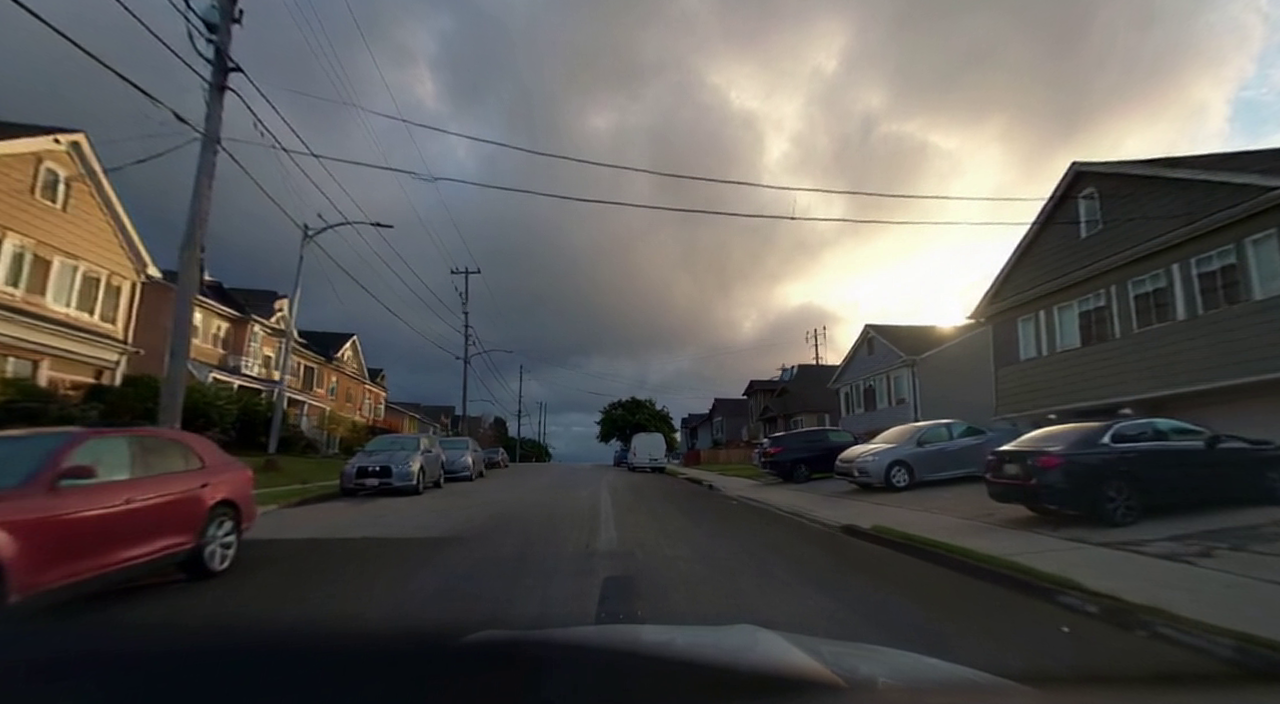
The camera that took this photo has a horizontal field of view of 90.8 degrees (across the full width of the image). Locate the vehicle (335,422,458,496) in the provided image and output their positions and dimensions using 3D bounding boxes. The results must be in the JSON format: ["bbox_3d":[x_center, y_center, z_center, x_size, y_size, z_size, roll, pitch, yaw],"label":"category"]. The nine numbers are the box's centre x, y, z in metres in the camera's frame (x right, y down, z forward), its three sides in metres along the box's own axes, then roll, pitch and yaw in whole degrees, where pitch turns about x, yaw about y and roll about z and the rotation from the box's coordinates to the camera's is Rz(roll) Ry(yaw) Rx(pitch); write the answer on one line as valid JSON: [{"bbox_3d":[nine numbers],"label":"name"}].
[{"bbox_3d":[-6.166,2.689,16.516,1.967,1.656,3.924,2,-7,-6],"label":"vehicle"}]

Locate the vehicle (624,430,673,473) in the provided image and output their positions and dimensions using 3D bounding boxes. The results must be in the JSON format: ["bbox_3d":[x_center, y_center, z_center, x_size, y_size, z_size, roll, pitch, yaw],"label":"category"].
[{"bbox_3d":[0.403,5.652,36.243,2.343,2.229,4.199,2,-8,-4],"label":"vehicle"}]

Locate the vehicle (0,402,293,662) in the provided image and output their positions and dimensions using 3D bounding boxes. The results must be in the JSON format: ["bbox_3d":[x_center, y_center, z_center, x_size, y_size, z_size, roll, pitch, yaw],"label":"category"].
[{"bbox_3d":[-4.995,1.183,4.913,2.084,1.522,4.925,3,-6,-5],"label":"vehicle"}]

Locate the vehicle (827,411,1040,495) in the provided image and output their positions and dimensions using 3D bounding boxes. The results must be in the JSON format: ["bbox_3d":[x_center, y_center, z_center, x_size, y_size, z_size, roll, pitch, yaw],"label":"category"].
[{"bbox_3d":[7.243,2.505,15.867,4.315,1.736,1.950,-2,-8,-7],"label":"vehicle"}]

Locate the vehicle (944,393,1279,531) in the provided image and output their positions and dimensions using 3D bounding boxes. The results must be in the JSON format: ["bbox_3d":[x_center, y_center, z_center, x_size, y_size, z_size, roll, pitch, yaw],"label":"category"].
[{"bbox_3d":[7.422,1.615,9.726,4.316,1.730,2.166,-1,-8,-6],"label":"vehicle"}]
